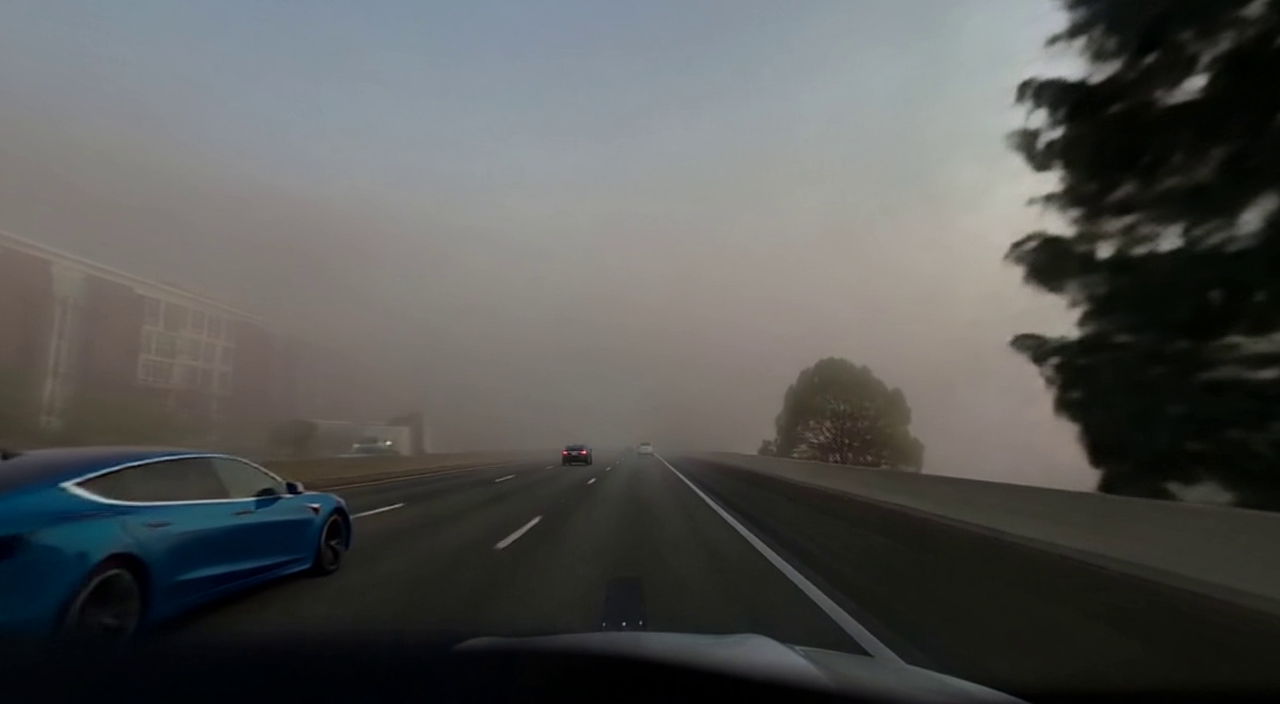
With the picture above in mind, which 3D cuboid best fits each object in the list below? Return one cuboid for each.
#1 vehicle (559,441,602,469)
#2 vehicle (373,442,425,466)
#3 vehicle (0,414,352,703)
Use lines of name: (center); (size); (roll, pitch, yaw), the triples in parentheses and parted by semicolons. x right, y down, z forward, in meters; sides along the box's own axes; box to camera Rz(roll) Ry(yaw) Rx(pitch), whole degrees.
vehicle: (-3.263, 5.721, 35.363); (1.926, 1.464, 4.186); (0, -8, 0)
vehicle: (-17.124, 7.252, 45.027); (1.868, 1.584, 4.372); (0, -8, 1)
vehicle: (-4.156, 1.261, 4.537); (2.083, 1.471, 4.350); (0, -8, 1)
